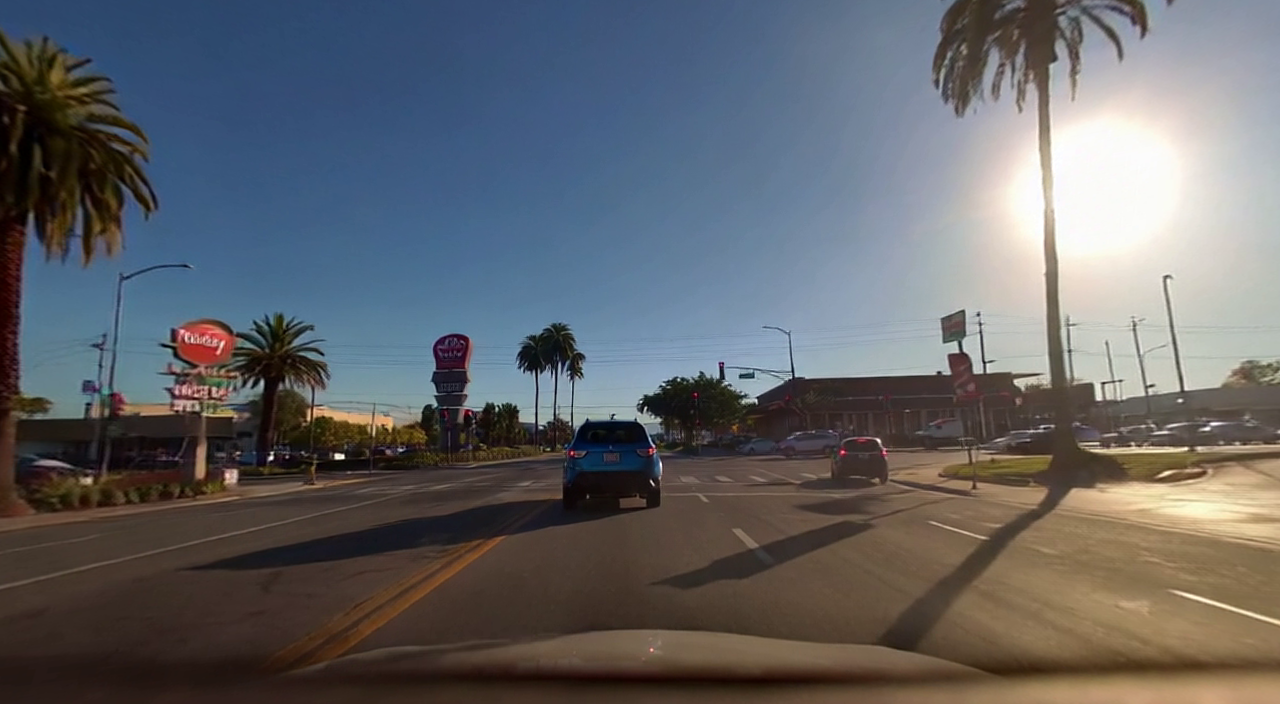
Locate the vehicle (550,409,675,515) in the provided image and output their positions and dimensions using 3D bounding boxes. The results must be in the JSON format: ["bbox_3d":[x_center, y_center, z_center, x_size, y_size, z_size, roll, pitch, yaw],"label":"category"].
[{"bbox_3d":[-0.528,2.360,13.931,2.263,1.932,4.709,0,-9,-1],"label":"vehicle"}]

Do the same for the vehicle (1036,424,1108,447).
[{"bbox_3d":[31.966,6.222,46.883,4.167,1.655,1.841,-5,-10,31],"label":"vehicle"}]

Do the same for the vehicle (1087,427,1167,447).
[{"bbox_3d":[36.728,6.448,47.772,4.551,1.471,1.800,-5,-10,32],"label":"vehicle"}]

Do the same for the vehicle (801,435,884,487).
[{"bbox_3d":[6.856,3.713,21.890,2.086,1.560,4.542,-1,-9,9],"label":"vehicle"}]

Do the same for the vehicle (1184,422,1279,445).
[{"bbox_3d":[39.300,5.441,41.935,4.527,1.458,1.778,-6,-10,34],"label":"vehicle"}]

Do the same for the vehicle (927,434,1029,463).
[{"bbox_3d":[18.294,5.217,34.225,4.745,1.474,1.923,2,-9,-14],"label":"vehicle"}]
